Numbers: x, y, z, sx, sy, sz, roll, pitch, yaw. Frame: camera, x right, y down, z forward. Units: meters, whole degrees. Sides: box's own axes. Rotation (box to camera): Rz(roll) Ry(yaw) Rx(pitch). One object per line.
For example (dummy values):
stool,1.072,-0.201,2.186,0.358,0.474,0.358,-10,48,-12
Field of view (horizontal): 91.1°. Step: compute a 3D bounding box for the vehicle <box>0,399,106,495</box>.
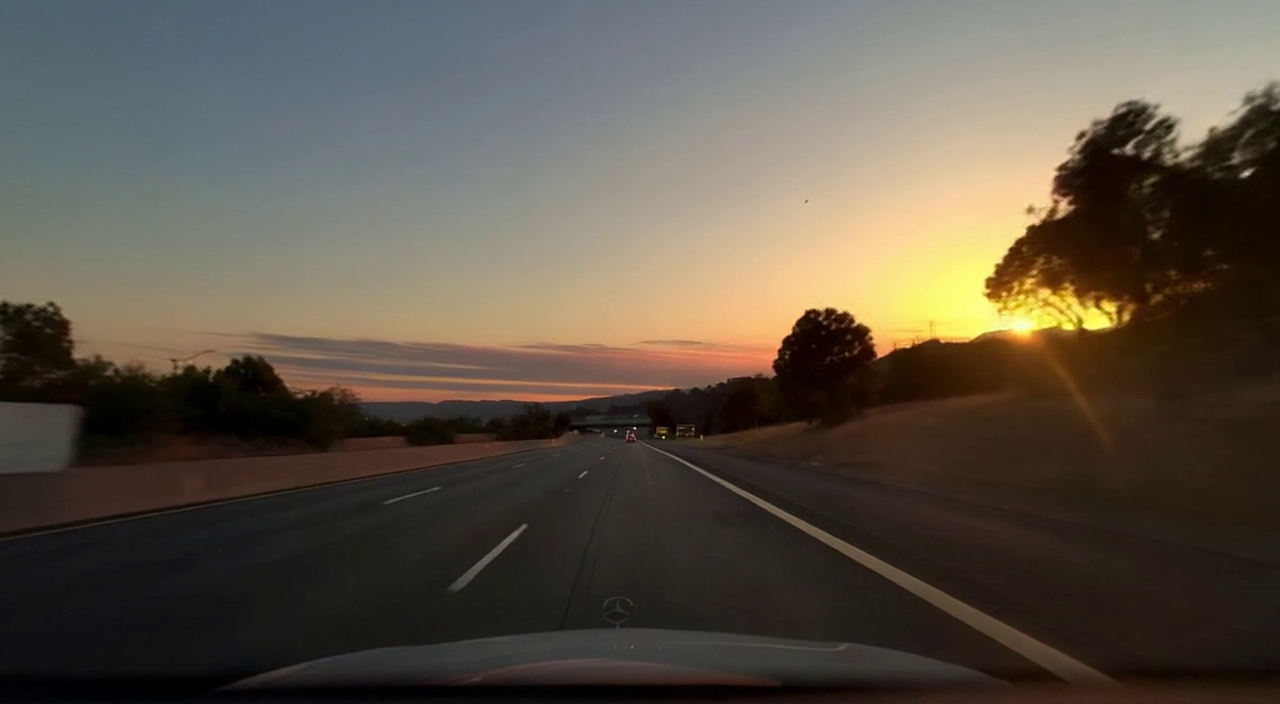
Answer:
vehicle,-23.451,2.989,19.552,3.053,3.257,12.376,0,-8,-1
